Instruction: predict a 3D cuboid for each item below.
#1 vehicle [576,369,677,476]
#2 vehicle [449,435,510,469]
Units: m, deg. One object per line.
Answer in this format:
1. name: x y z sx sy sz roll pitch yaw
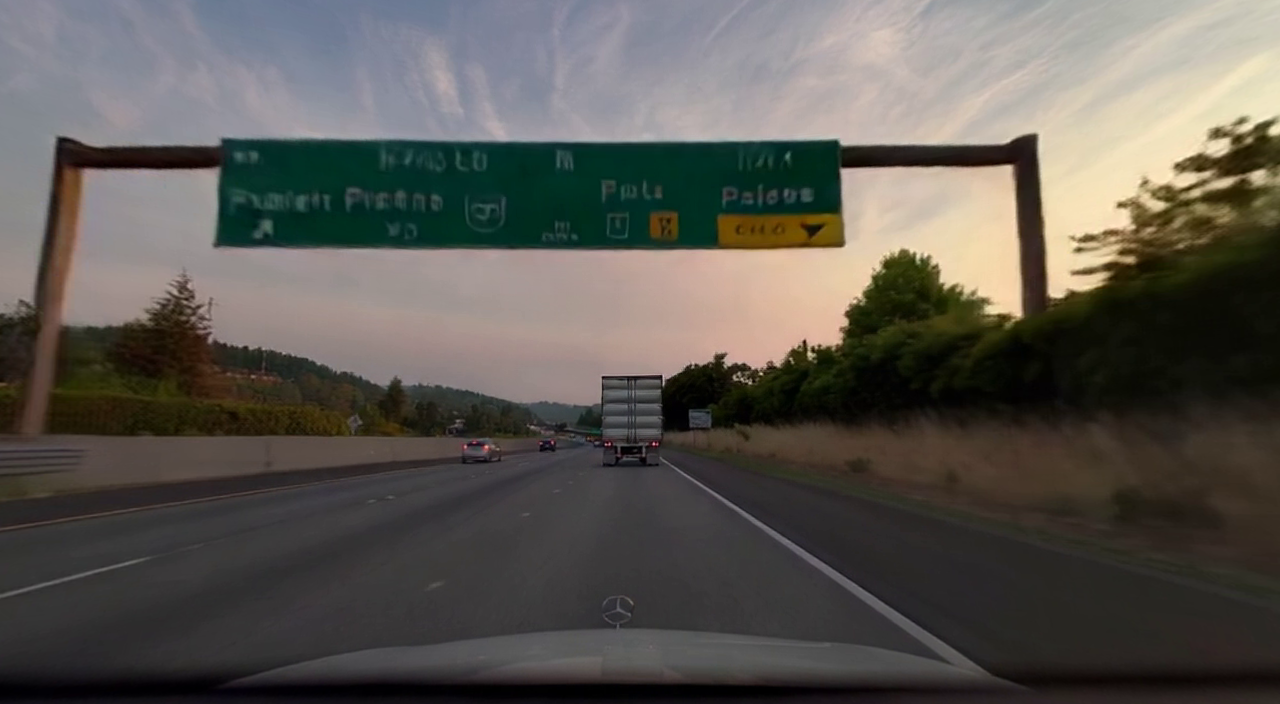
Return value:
1. vehicle: -0.570 3.222 27.302 3.033 3.223 14.836 3 -8 -1
2. vehicle: -7.355 4.584 29.102 1.856 1.479 3.710 0 -8 0
